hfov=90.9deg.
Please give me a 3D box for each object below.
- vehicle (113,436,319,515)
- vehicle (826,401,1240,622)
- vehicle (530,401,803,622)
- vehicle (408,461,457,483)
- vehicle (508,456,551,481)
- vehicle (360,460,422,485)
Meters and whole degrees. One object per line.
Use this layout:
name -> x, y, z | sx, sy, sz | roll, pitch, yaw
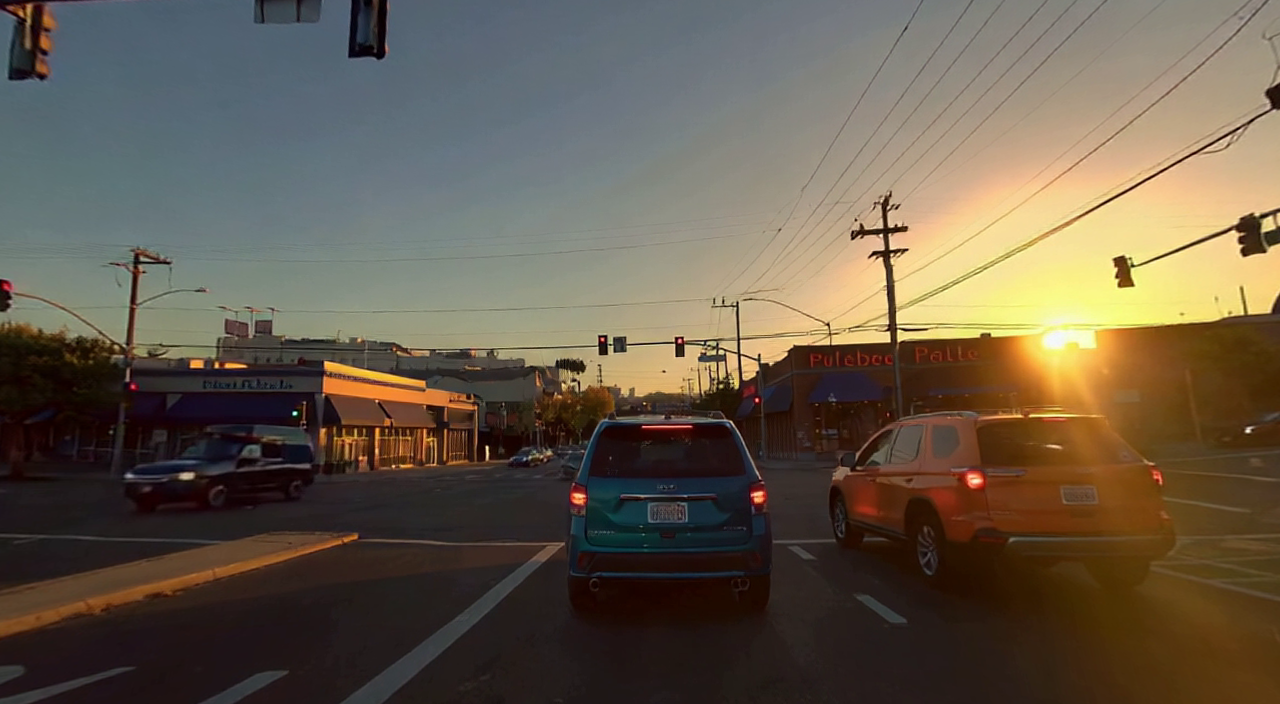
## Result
vehicle -> -10.925, 3.183, 16.818 | 2.029, 1.776, 4.711 | -1, -8, 3
vehicle -> 3.616, 1.523, 6.976 | 1.976, 1.664, 4.189 | -1, -8, 2
vehicle -> 0.258, 1.509, 6.829 | 2.098, 1.682, 3.778 | 0, -8, 2
vehicle -> -15.483, 8.961, 47.269 | 1.875, 1.475, 4.449 | -1, -8, 5
vehicle -> -8.398, 8.839, 48.202 | 2.023, 1.713, 4.451 | -1, -8, 6
vehicle -> -16.234, 7.855, 41.429 | 1.872, 1.433, 4.404 | -1, -8, 6
